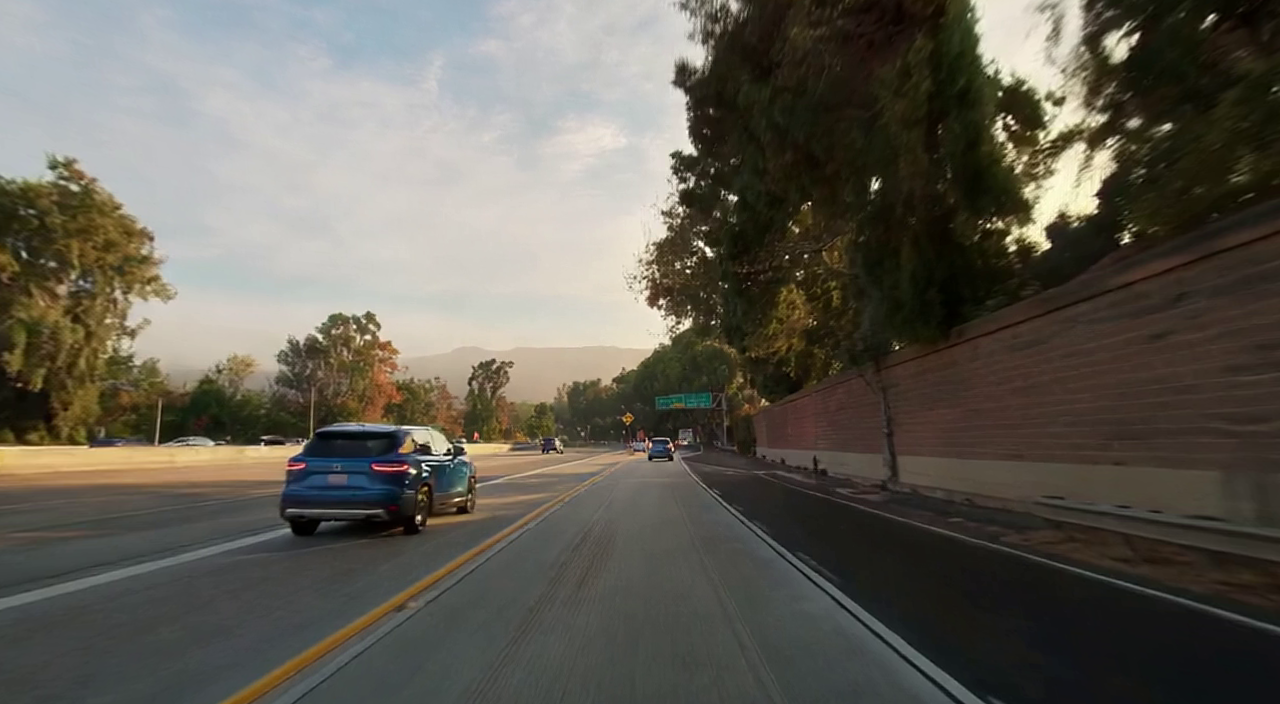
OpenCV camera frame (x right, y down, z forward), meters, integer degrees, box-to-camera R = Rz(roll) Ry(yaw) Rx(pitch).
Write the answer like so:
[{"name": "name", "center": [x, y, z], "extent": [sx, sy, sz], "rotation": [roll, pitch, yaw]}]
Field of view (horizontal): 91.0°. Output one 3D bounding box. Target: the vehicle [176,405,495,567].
[{"name": "vehicle", "center": [-3.799, 1.777, 9.141], "extent": [2.151, 1.707, 4.759], "rotation": [0, -8, 1]}]
